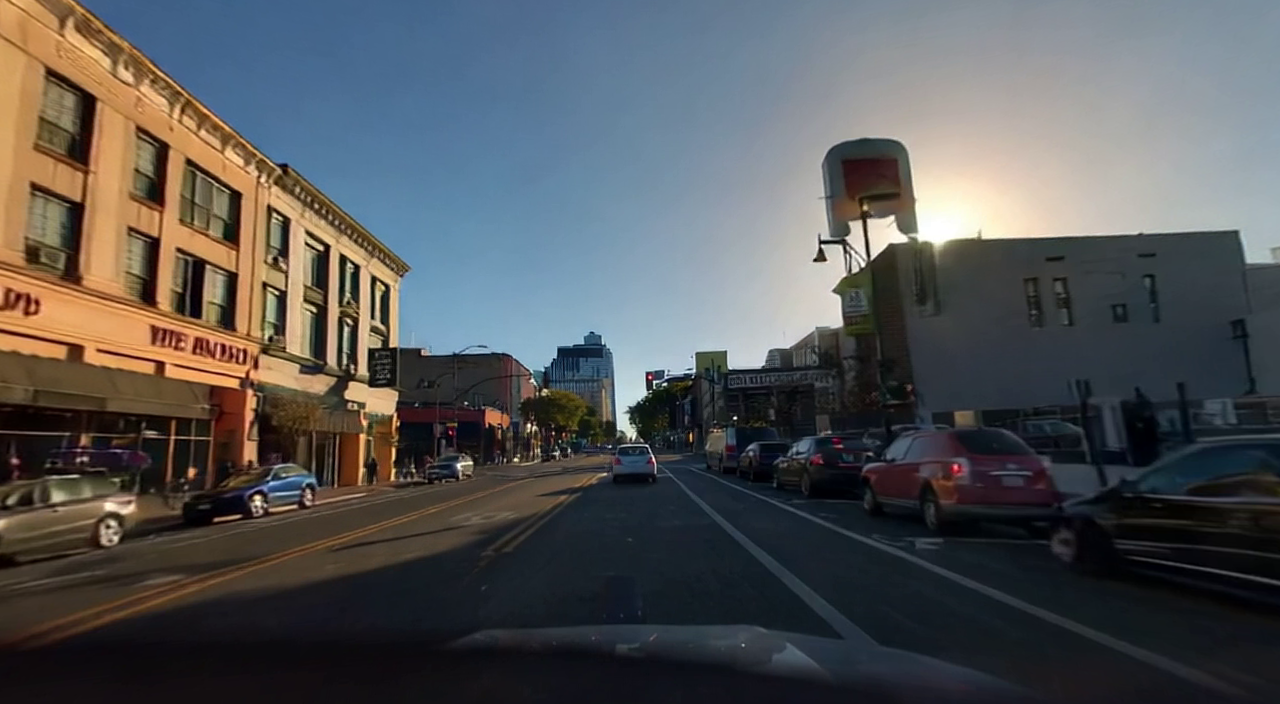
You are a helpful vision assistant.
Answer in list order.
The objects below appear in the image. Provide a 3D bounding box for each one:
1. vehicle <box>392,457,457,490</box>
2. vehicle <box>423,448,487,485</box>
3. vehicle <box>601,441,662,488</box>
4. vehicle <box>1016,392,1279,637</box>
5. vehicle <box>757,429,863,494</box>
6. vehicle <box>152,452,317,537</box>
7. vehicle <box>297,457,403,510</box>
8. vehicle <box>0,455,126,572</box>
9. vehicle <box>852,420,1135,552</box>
[{"bbox_3d":[-11.203,6.334,33.148,1.868,1.502,4.626,0,-9,-1],"label":"vehicle"},{"bbox_3d":[-11.380,7.047,39.365,2.240,2.052,5.872,0,-9,0],"label":"vehicle"},{"bbox_3d":[-0.319,4.179,23.740,2.086,1.575,4.205,0,-9,-1],"label":"vehicle"},{"bbox_3d":[5.702,1.320,5.492,1.950,1.788,4.658,0,-9,0],"label":"vehicle"},{"bbox_3d":[5.666,3.731,21.837,2.201,1.972,4.845,0,-9,-1],"label":"vehicle"},{"bbox_3d":[-11.419,3.949,18.250,1.872,1.731,4.656,-4,-6,-2],"label":"vehicle"},{"bbox_3d":[-11.213,5.074,24.831,1.920,1.498,4.591,-5,-6,2],"label":"vehicle"},{"bbox_3d":[-11.207,2.769,10.335,2.055,1.685,4.370,-5,-6,-1],"label":"vehicle"},{"bbox_3d":[5.823,2.261,11.504,1.957,1.806,5.369,0,-9,-1],"label":"vehicle"}]
